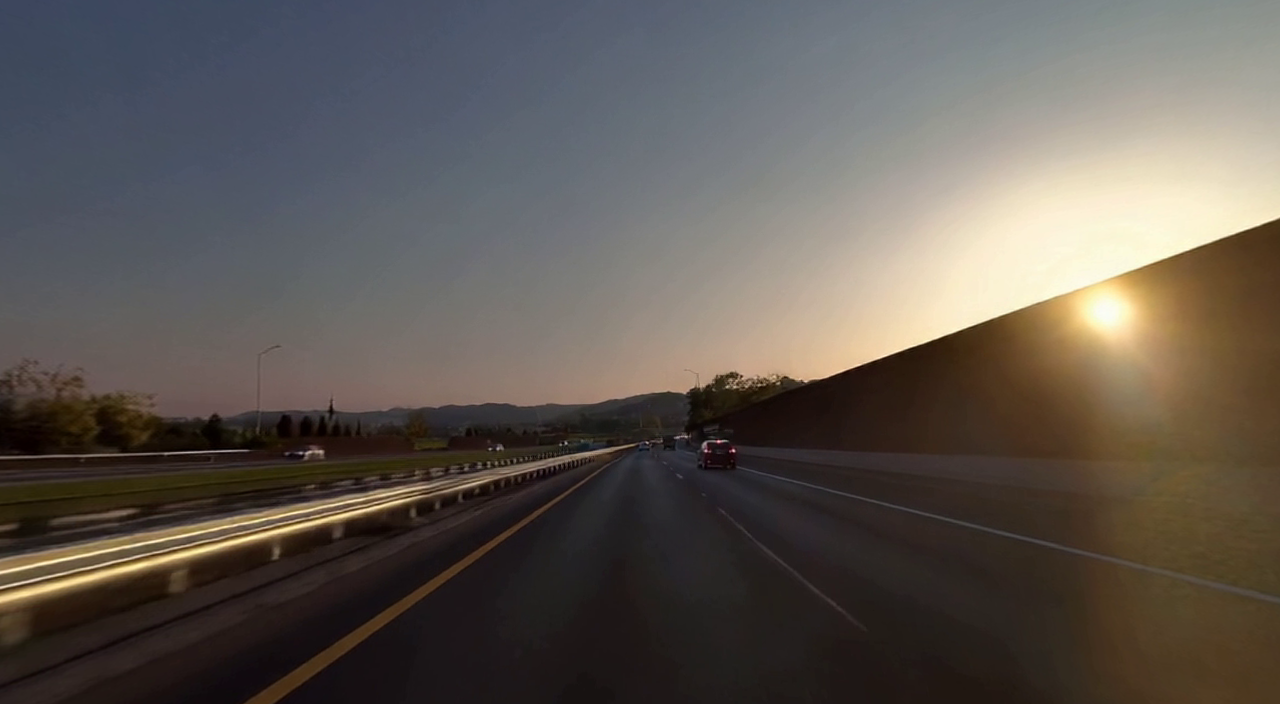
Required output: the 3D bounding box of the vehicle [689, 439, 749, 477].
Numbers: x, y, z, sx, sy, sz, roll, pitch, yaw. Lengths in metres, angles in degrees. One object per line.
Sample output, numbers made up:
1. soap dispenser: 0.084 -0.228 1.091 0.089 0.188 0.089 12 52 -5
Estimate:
1. vehicle: 3.429 4.721 28.144 2.044 1.527 4.658 0 -8 -1
